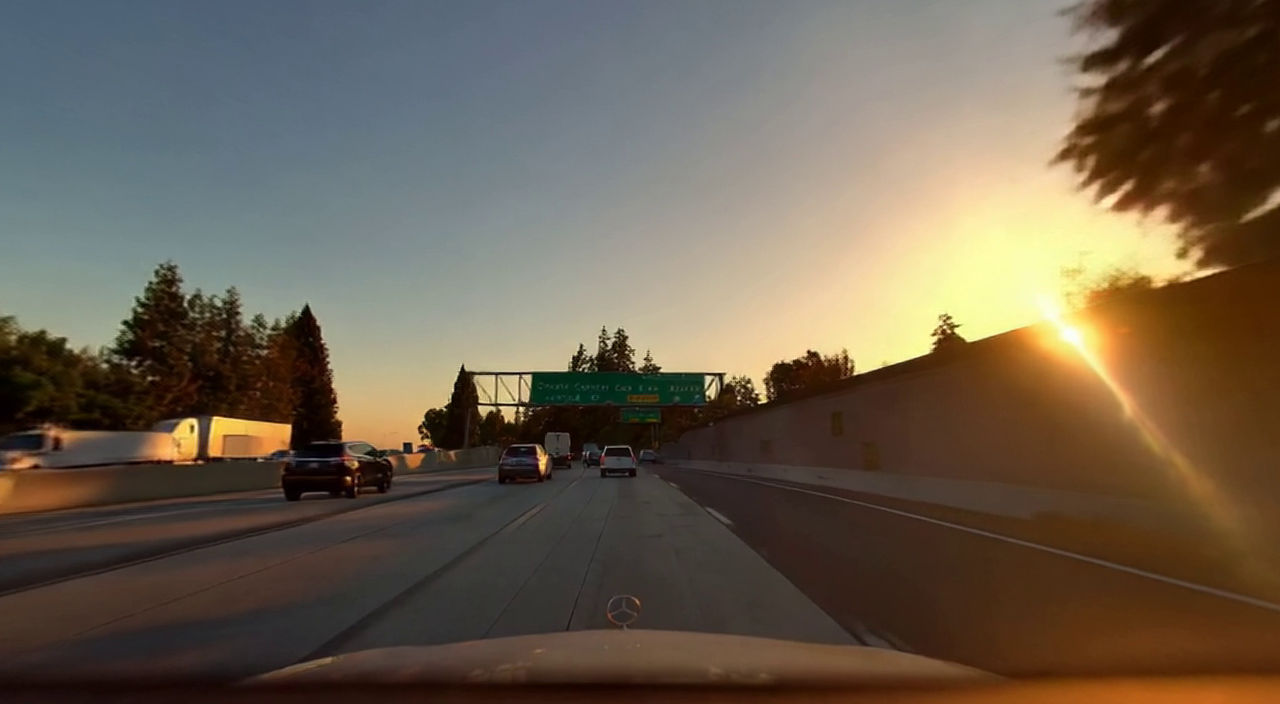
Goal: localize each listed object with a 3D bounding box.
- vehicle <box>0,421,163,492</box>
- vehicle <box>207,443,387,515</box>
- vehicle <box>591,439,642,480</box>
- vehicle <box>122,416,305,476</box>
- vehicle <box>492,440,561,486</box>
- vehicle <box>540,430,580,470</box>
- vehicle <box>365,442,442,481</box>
[{"bbox_3d":[-16.422,2.928,17.935,2.044,1.747,4.769,0,-8,-2],"label":"vehicle"},{"bbox_3d":[-8.020,2.964,15.327,1.896,1.465,4.399,0,-8,0],"label":"vehicle"},{"bbox_3d":[-1.037,4.658,27.568,2.092,1.671,3.772,0,-8,-3],"label":"vehicle"},{"bbox_3d":[-24.777,5.661,38.046,3.003,2.982,12.570,0,-8,-3],"label":"vehicle"},{"bbox_3d":[-4.333,4.279,24.737,2.005,1.631,4.295,0,-8,-1],"label":"vehicle"},{"bbox_3d":[-5.588,6.938,44.794,2.279,2.672,5.256,0,-8,-2],"label":"vehicle"},{"bbox_3d":[-11.999,5.576,32.423,2.079,1.807,5.187,0,-8,-2],"label":"vehicle"}]
